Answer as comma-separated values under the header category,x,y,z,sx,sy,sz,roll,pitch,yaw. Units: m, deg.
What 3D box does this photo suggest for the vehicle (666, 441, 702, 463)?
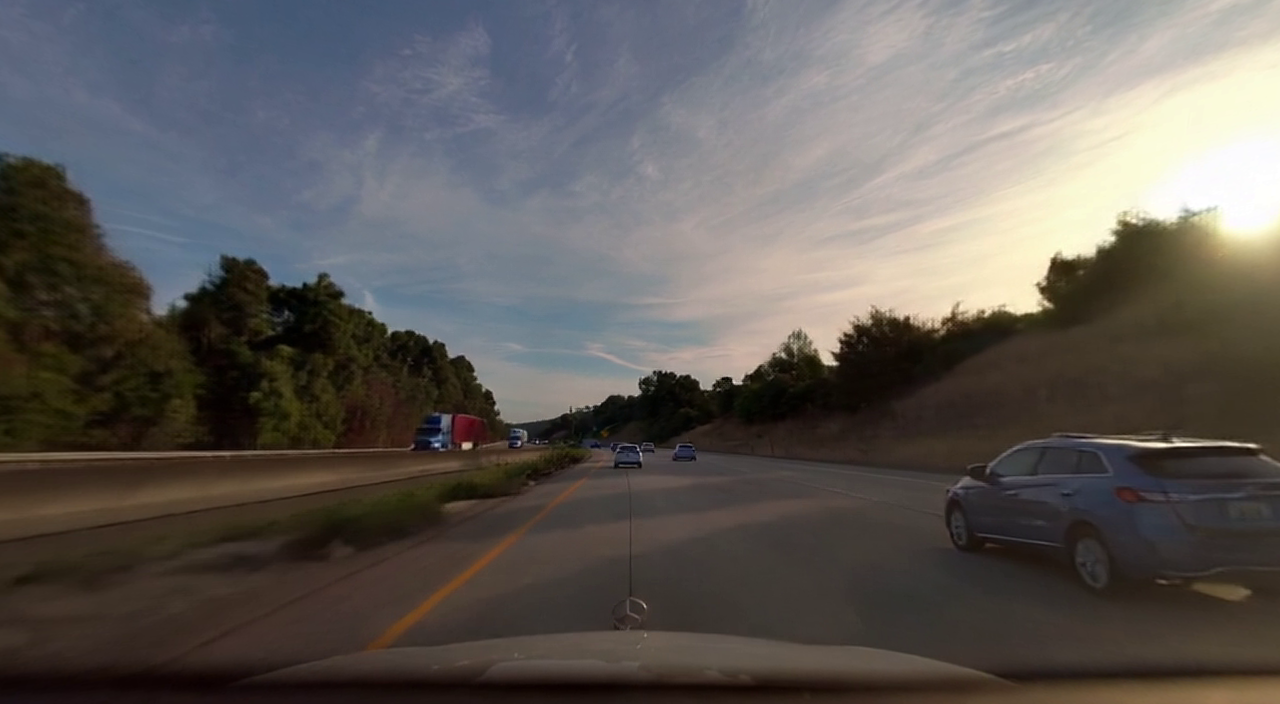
category,x,y,z,sx,sy,sz,roll,pitch,yaw
vehicle,3.091,7.189,45.186,2.008,1.504,4.291,1,-9,-4

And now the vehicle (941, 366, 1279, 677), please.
category,x,y,z,sx,sy,sz,roll,pitch,yaw
vehicle,4.382,1.157,4.998,2.013,1.623,3.916,0,-9,0

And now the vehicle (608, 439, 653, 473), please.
category,x,y,z,sx,sy,sz,roll,pitch,yaw
vehicle,-0.486,5.037,30.554,2.050,1.534,3.771,0,-9,-2
